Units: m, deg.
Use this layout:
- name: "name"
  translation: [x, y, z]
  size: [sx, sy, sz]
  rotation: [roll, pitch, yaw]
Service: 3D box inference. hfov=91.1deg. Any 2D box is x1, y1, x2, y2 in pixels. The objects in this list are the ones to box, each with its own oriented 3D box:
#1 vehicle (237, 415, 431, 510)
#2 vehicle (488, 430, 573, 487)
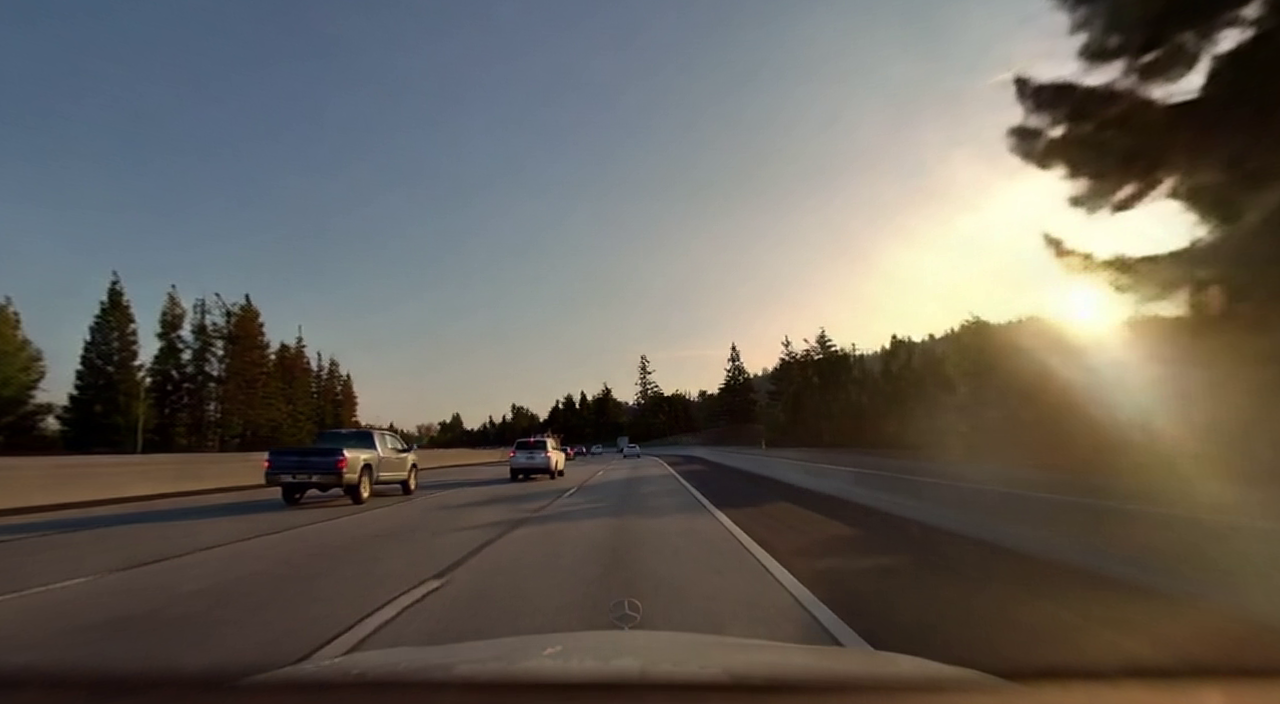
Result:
- name: "vehicle"
  translation: [-7.276, 2.706, 15.781]
  size: [2.160, 1.949, 5.293]
  rotation: [0, -9, 0]
- name: "vehicle"
  translation: [-3.768, 3.785, 22.603]
  size: [2.142, 1.789, 5.009]
  rotation: [0, -9, 0]
